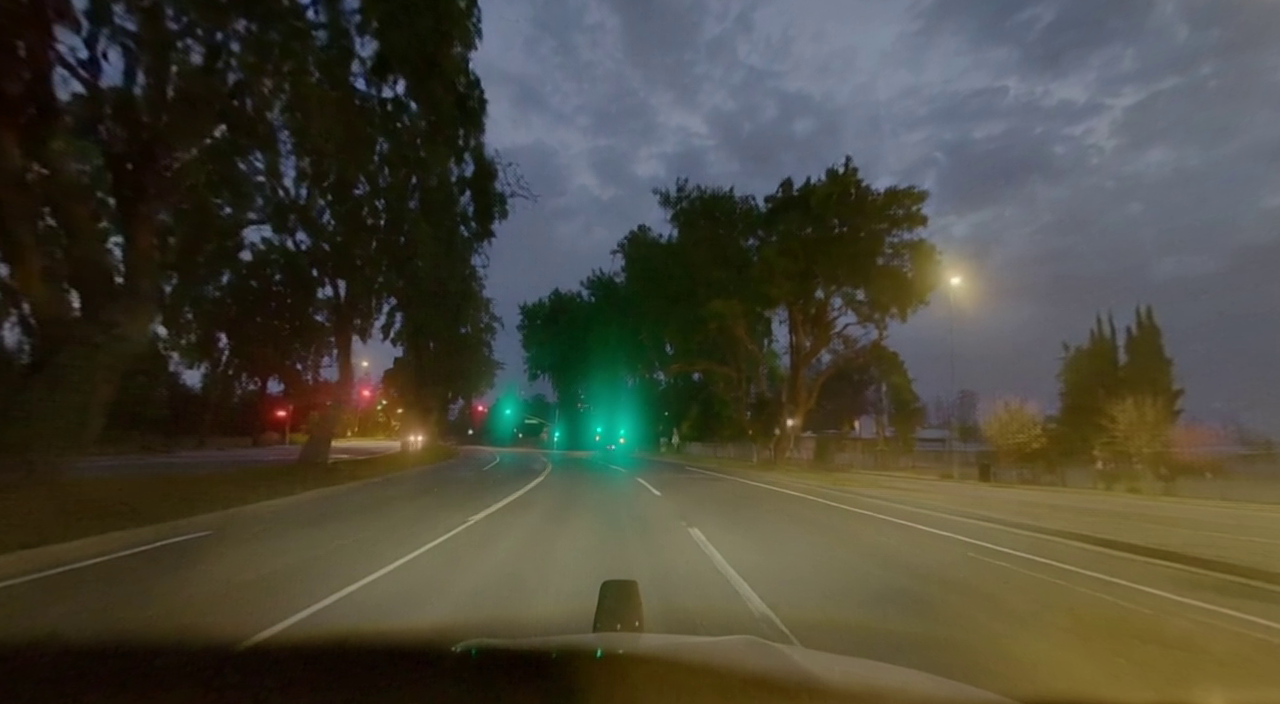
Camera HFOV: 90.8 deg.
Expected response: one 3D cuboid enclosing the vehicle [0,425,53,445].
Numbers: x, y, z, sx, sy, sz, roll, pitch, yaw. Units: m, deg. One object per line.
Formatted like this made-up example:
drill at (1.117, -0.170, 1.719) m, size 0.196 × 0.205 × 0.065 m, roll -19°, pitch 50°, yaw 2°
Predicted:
vehicle at (-49.240, 6.559, 49.712) m, size 3.885 × 1.507 × 1.980 m, roll 2°, pitch -9°, yaw -16°
